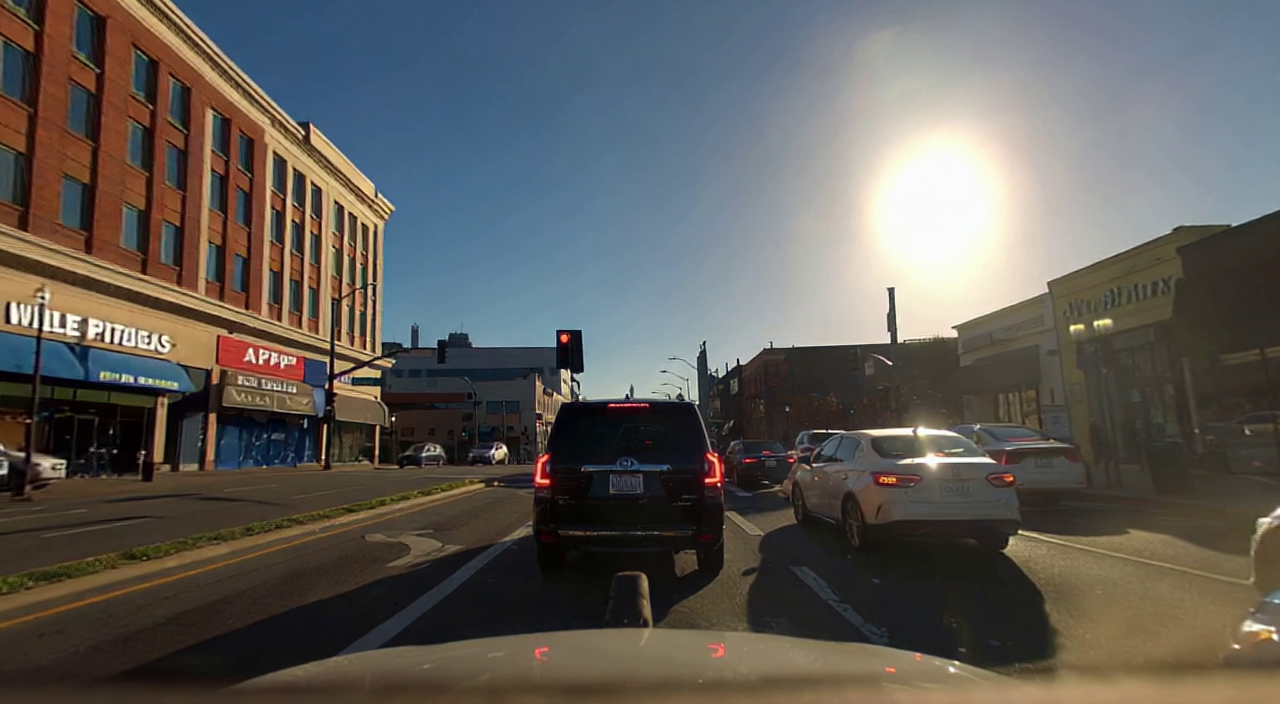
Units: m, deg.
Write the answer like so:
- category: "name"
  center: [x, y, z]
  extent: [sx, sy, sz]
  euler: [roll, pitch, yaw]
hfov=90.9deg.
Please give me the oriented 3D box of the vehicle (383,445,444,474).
- category: "vehicle"
  center: [-14.596, 6.948, 40.957]
  extent: [2.102, 1.737, 4.570]
  euler: [0, -8, 2]

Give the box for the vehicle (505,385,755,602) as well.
- category: "vehicle"
  center: [-0.001, 1.534, 7.683]
  extent: [2.154, 1.861, 4.280]
  euler: [0, -8, 3]

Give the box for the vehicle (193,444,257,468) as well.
- category: "vehicle"
  center: [-27.447, 6.870, 41.855]
  extent: [1.693, 1.563, 3.716]
  euler: [0, -8, 0]

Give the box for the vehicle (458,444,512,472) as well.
- category: "vehicle"
  center: [-11.030, 7.581, 45.448]
  extent: [2.224, 1.840, 5.290]
  euler: [-1, -8, 4]

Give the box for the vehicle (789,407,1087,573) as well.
- category: "vehicle"
  center: [3.618, 1.759, 8.796]
  extent: [2.036, 1.719, 4.318]
  euler: [0, -8, 0]

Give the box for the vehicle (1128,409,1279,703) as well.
- category: "vehicle"
  center: [3.365, 0.730, 0.810]
  extent: [1.884, 1.484, 4.609]
  euler: [0, -8, 2]
